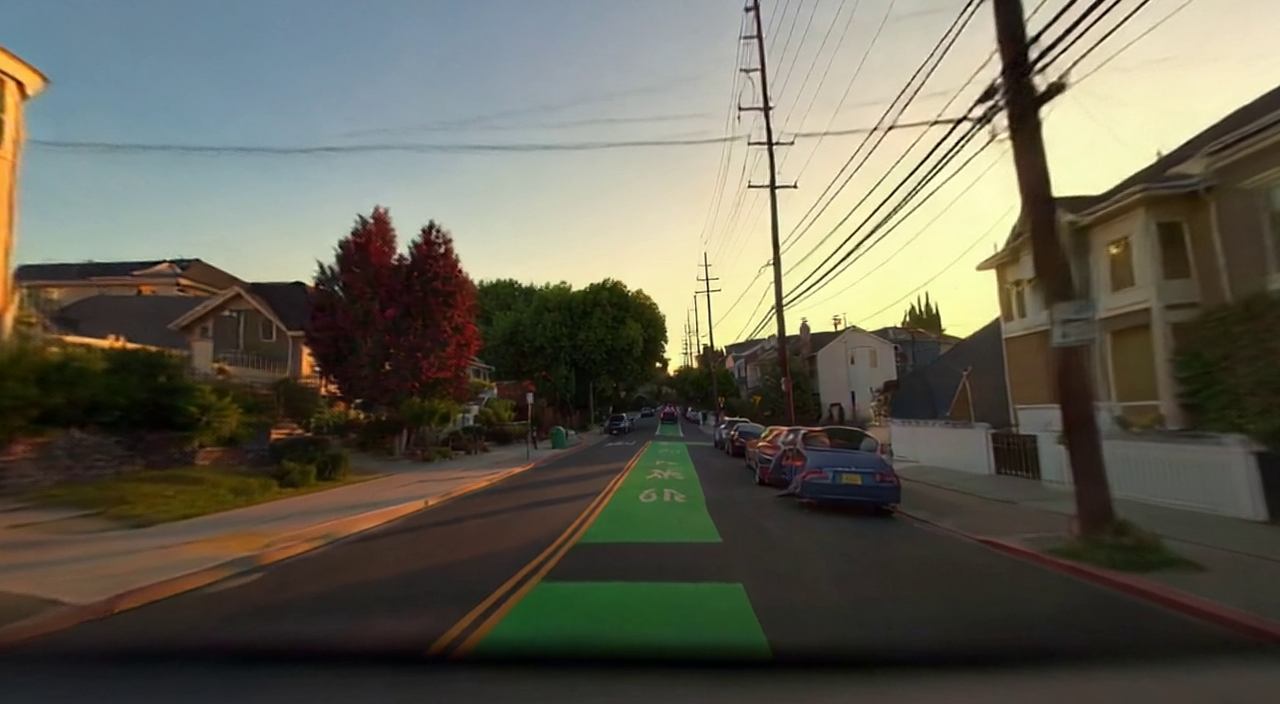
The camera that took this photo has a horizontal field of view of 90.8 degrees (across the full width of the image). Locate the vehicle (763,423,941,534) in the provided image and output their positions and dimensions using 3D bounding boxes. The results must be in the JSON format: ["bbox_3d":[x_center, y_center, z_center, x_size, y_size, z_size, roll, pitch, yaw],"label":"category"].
[{"bbox_3d":[3.582,2.199,11.628,2.235,1.500,4.496,2,-8,7],"label":"vehicle"}]

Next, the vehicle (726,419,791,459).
[{"bbox_3d":[4.826,3.664,26.383,1.981,1.512,4.144,0,-9,1],"label":"vehicle"}]
